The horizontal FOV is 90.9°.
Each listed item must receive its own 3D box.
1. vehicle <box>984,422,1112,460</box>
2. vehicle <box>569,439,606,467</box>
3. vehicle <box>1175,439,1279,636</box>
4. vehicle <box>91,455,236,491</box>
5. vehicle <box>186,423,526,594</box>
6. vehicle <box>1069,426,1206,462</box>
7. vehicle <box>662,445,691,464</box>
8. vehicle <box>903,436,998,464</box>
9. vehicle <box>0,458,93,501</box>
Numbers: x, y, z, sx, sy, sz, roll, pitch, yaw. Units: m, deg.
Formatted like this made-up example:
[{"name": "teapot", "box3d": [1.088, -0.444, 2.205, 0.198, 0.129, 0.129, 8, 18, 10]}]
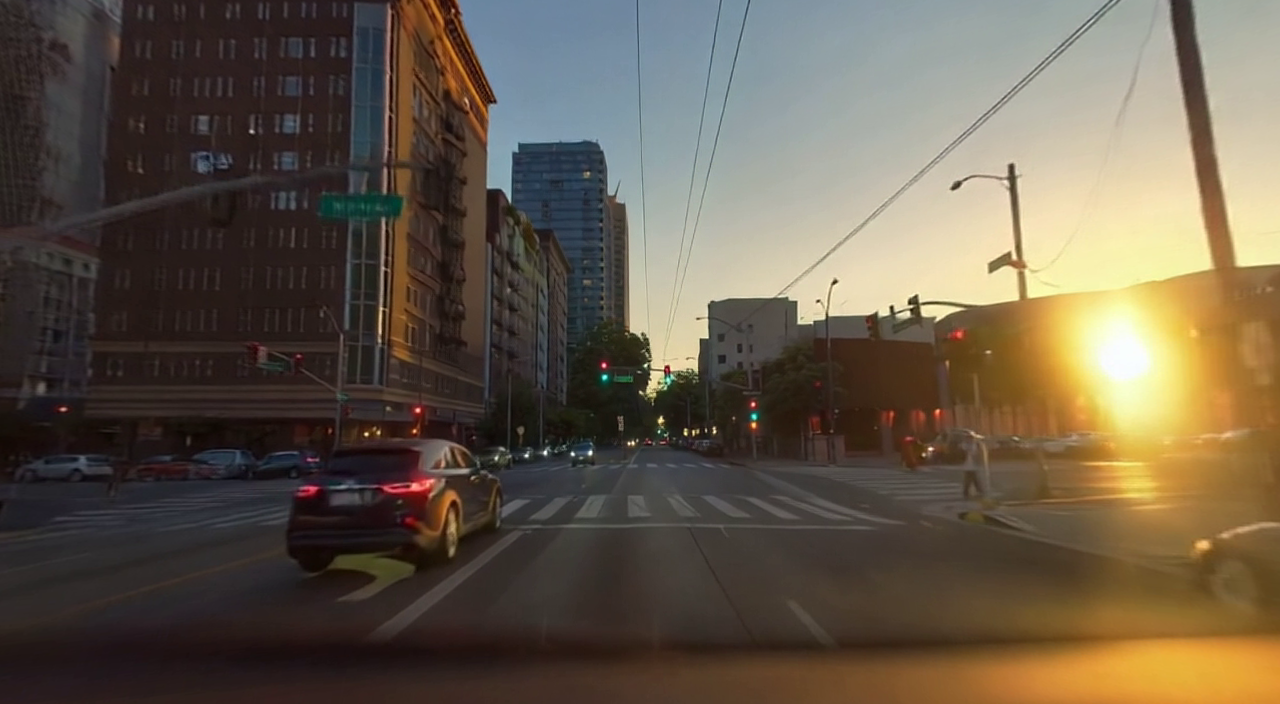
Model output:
[{"name": "vehicle", "box3d": [20.237, 4.456, 31.430, 4.827, 1.817, 2.190, 0, -8, 0]}, {"name": "vehicle", "box3d": [-3.778, 7.394, 46.166, 2.176, 1.804, 4.740, -3, -9, 0]}, {"name": "vehicle", "box3d": [5.835, 1.189, 3.335, 1.929, 1.464, 4.494, 0, -8, -3]}, {"name": "vehicle", "box3d": [-21.644, 5.508, 28.788, 4.791, 1.506, 2.244, 0, -8, 0]}, {"name": "vehicle", "box3d": [-2.939, 1.725, 7.989, 2.014, 1.480, 4.780, 0, -8, 1]}, {"name": "vehicle", "box3d": [22.222, 4.125, 28.281, 4.475, 1.482, 2.026, 1, -8, -1]}, {"name": "vehicle", "box3d": [2.786, 7.939, 49.064, 1.919, 1.371, 3.583, 0, -8, -1]}, {"name": "vehicle", "box3d": [17.269, 5.468, 35.179, 4.293, 1.495, 1.935, 0, -8, -1]}, {"name": "vehicle", "box3d": [-25.167, 5.164, 25.300, 4.599, 1.429, 2.031, -4, -7, -1]}]
